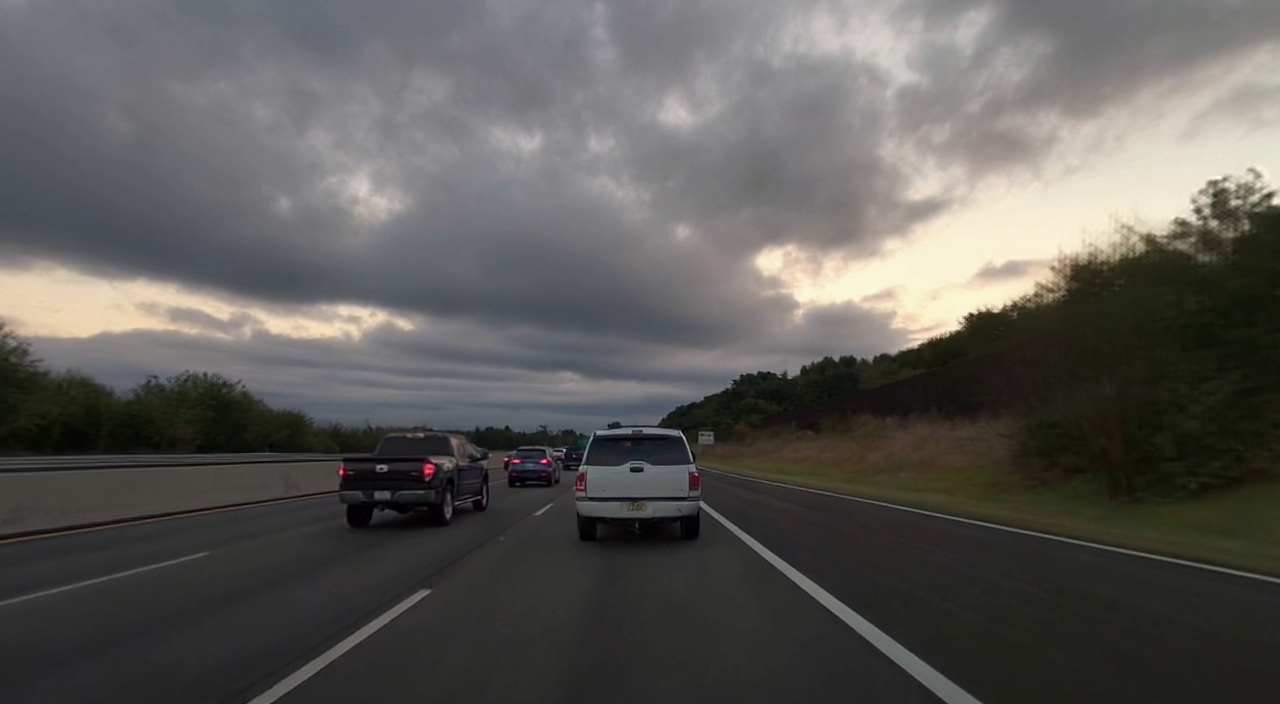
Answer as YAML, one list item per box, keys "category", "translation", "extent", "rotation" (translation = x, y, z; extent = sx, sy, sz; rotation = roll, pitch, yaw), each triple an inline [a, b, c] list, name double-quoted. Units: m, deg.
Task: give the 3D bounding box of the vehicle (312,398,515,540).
- category: "vehicle"
  translation: [-3.943, 2.165, 12.111]
  extent: [2.055, 2.144, 4.782]
  rotation: [-1, -9, 0]

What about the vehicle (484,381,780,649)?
- category: "vehicle"
  translation: [-0.090, 1.360, 6.063]
  extent: [1.995, 1.798, 3.380]
  rotation: [0, -9, -1]
